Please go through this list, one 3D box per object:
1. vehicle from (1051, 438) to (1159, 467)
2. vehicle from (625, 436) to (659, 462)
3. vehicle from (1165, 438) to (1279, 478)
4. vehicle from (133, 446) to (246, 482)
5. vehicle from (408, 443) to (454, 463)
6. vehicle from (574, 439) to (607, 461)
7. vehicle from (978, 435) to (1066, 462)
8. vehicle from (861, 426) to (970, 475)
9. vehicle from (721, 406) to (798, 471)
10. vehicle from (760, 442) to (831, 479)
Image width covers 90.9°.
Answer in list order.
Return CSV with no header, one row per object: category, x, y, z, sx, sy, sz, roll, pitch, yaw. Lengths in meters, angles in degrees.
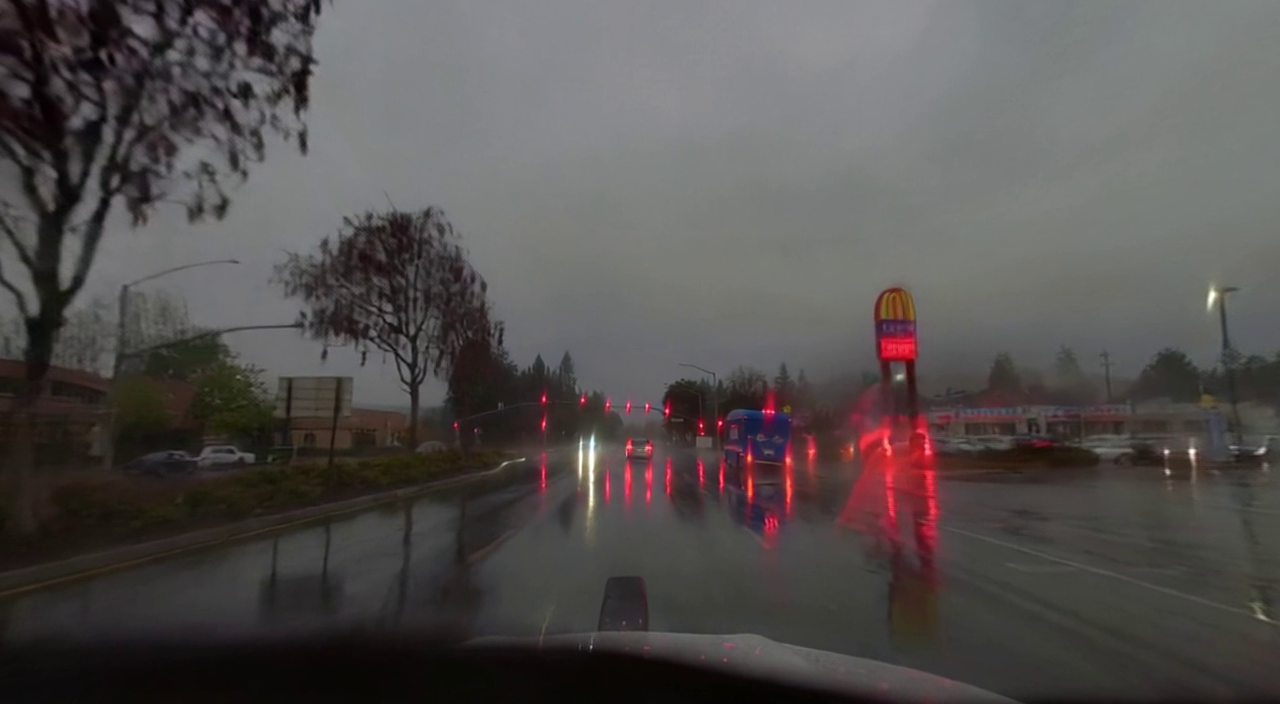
vehicle,26.026,5.654,35.501,4.545,1.571,1.769,-5,-10,25
vehicle,0.165,6.717,43.593,2.209,1.718,4.008,-1,-9,1
vehicle,23.947,4.156,24.832,4.744,1.481,1.855,-6,-10,34
vehicle,-22.796,5.664,32.214,1.936,1.654,4.857,-1,-9,4
vehicle,-15.592,7.557,47.271,1.836,1.464,4.440,-1,-9,2
vehicle,-3.540,7.120,45.941,2.008,1.500,4.369,-1,-9,1
vehicle,29.410,7.491,48.752,5.568,1.930,2.081,-5,-10,29
vehicle,13.694,4.870,31.222,5.354,2.214,2.504,6,-11,-37
vehicle,6.759,5.123,37.005,2.891,3.361,7.843,0,-9,0
vehicle,6.697,4.724,27.700,1.980,1.473,4.537,0,-9,0
